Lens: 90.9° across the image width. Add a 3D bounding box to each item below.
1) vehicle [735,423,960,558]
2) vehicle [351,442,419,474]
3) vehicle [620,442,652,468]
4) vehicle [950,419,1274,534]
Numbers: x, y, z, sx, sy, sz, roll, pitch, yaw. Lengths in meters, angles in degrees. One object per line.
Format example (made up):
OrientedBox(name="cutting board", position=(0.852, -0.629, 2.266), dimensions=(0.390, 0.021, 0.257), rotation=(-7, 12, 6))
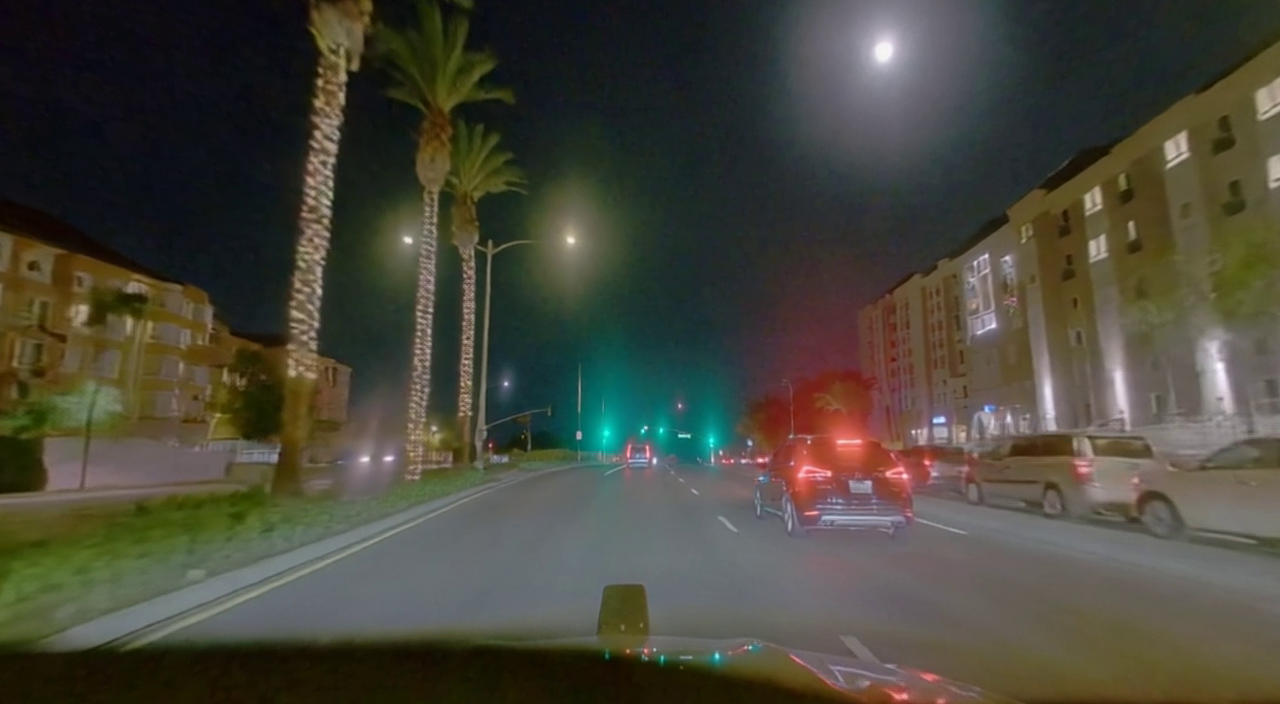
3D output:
OrientedBox(name="vehicle", position=(2.879, 2.026, 9.924), dimensions=(2.009, 1.639, 4.267), rotation=(0, -9, -1))
OrientedBox(name="vehicle", position=(-15.643, 6.522, 39.050), dimensions=(2.180, 1.830, 4.924), rotation=(0, -9, -1))
OrientedBox(name="vehicle", position=(-0.221, 7.148, 43.968), dimensions=(2.087, 1.709, 4.076), rotation=(0, -9, 1))
OrientedBox(name="vehicle", position=(10.010, 2.704, 14.475), dimensions=(2.618, 2.048, 6.195), rotation=(0, -9, 0))
